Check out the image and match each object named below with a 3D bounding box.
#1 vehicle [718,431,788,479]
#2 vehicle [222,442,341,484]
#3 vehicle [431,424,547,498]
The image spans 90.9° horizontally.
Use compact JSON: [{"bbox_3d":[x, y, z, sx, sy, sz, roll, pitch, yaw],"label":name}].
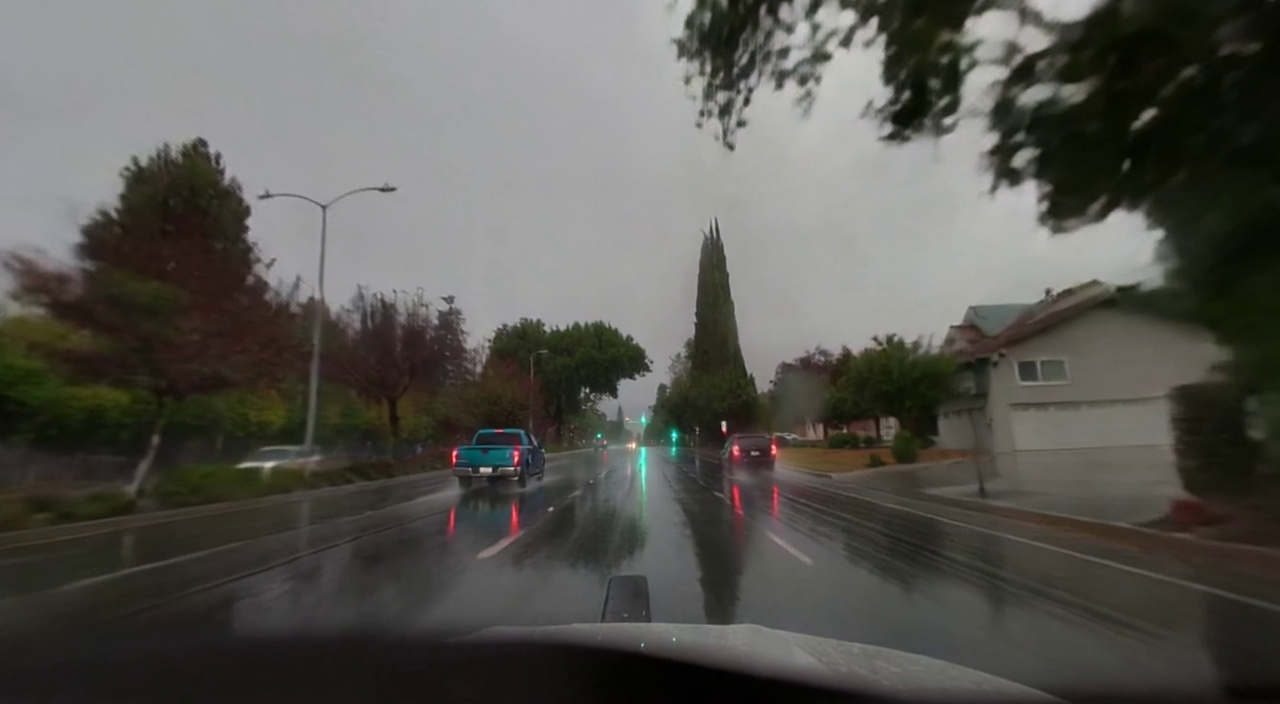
[{"bbox_3d":[4.390,4.073,25.219,2.016,1.736,4.356,0,-8,0],"label":"vehicle"},{"bbox_3d":[-13.545,4.195,24.160,1.893,1.456,4.356,0,-9,2],"label":"vehicle"},{"bbox_3d":[-3.951,2.941,17.426,2.002,1.747,4.728,0,-8,0],"label":"vehicle"}]
